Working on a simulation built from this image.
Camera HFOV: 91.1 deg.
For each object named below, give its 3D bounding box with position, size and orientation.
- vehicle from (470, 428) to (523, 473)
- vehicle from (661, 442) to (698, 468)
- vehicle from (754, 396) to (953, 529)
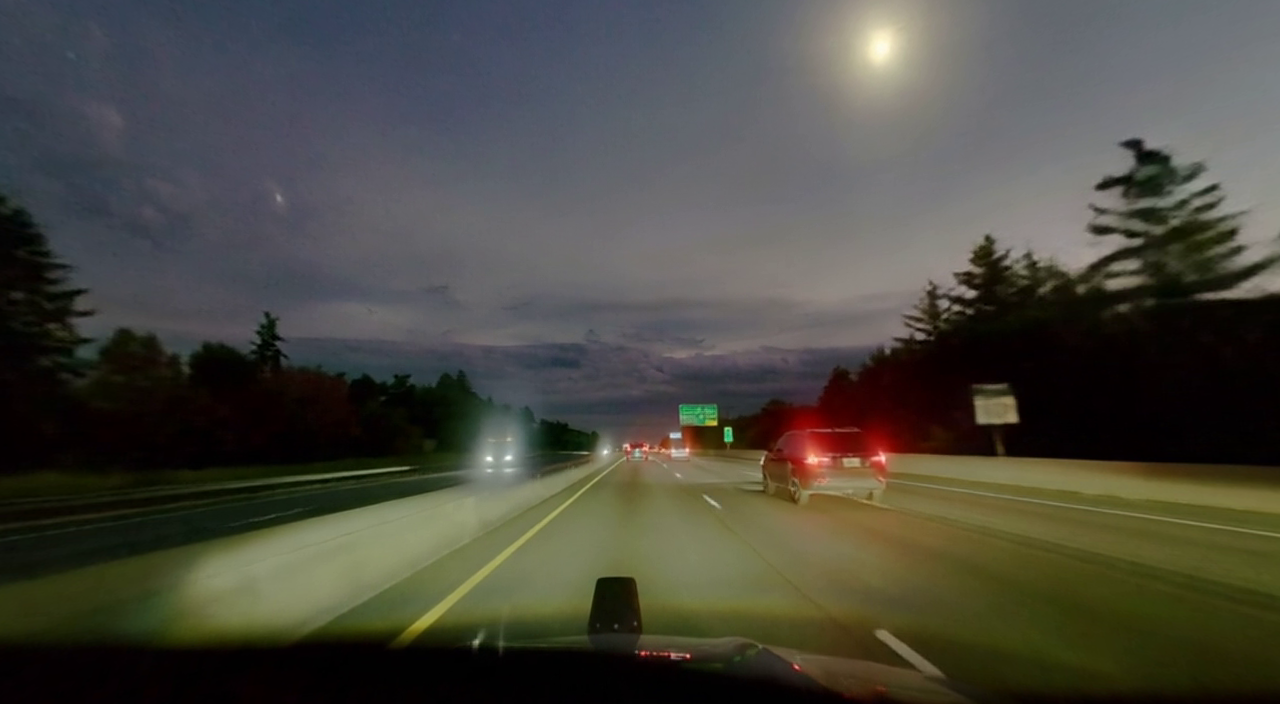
[{"bbox_3d":[-11.176,7.755,49.592,2.562,3.204,6.384,0,-9,0],"label":"vehicle"},{"bbox_3d":[2.706,7.176,43.948,2.123,1.620,4.959,0,-9,-1],"label":"vehicle"},{"bbox_3d":[3.657,2.025,11.884,1.981,1.984,4.623,0,-9,-2],"label":"vehicle"}]
